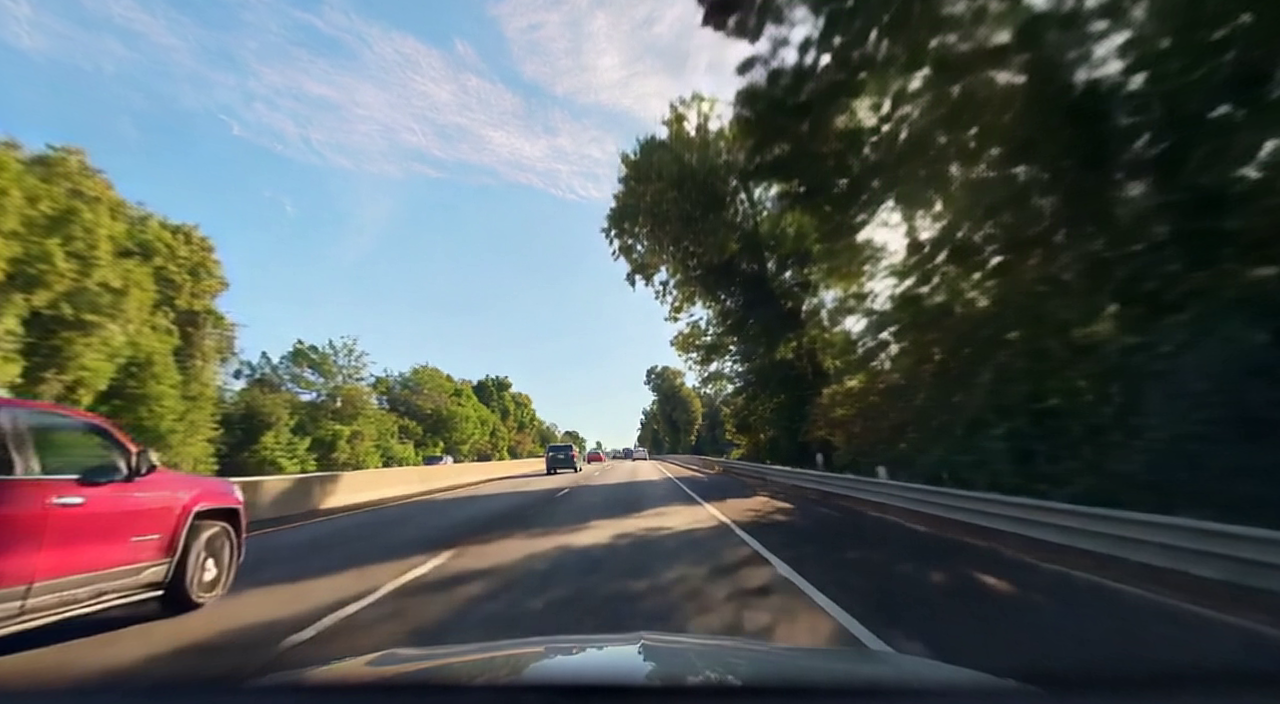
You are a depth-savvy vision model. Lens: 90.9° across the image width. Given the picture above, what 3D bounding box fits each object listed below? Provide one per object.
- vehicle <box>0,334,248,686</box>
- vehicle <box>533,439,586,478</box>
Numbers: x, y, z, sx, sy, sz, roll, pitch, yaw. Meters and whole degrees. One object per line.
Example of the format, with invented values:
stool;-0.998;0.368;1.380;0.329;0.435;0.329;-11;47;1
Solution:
vehicle;-4.622;0.847;3.271;2.102;1.941;4.703;0;-9;0
vehicle;-3.999;5.402;32.057;2.056;1.811;4.202;0;-9;1
